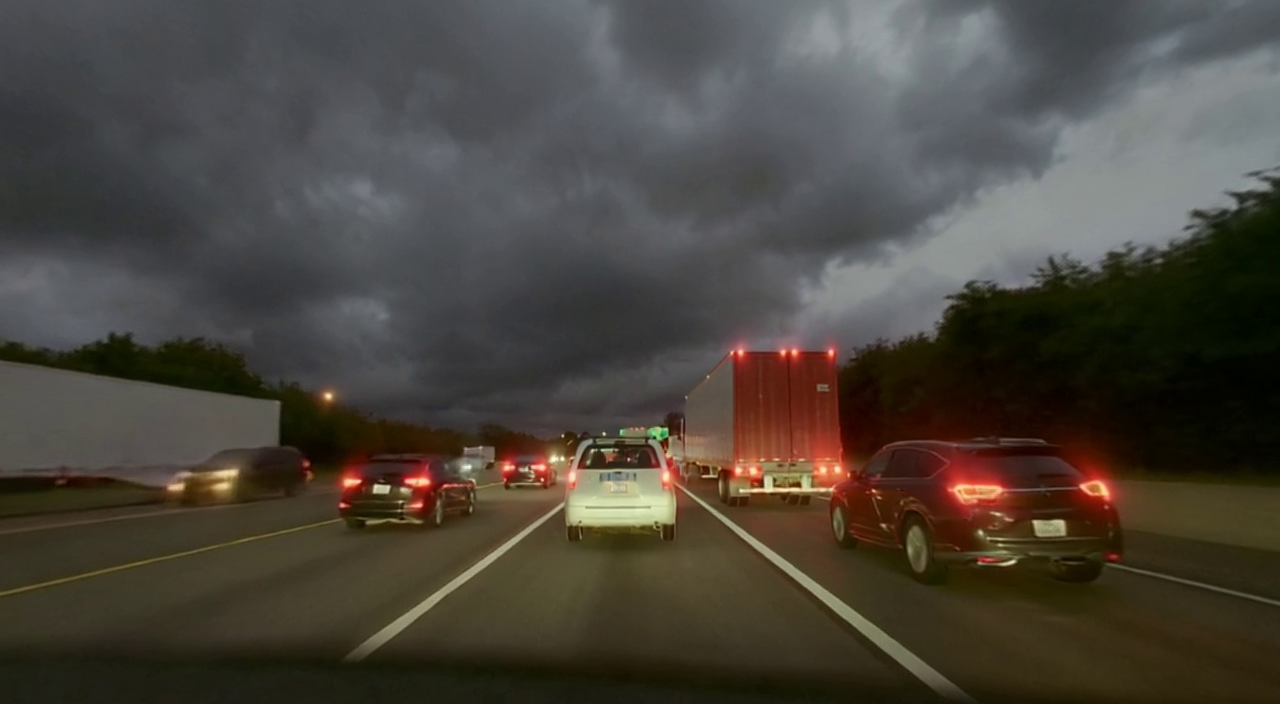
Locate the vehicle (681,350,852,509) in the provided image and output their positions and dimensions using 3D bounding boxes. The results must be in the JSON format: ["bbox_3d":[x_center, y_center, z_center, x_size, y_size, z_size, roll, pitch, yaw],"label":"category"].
[{"bbox_3d":[3.749,3.167,24.099,3.186,4.111,15.553,0,-9,-1],"label":"vehicle"}]

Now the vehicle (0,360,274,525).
[{"bbox_3d":[-16.821,2.893,19.689,2.565,3.952,13.857,0,-9,0],"label":"vehicle"}]

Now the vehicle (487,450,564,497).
[{"bbox_3d":[-3.965,4.259,22.536,1.923,1.503,4.293,0,-9,0],"label":"vehicle"}]

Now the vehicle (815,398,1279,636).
[{"bbox_3d":[3.695,1.578,7.080,2.076,1.751,4.666,0,-9,0],"label":"vehicle"}]

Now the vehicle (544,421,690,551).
[{"bbox_3d":[-0.335,2.204,10.987,2.037,1.792,4.194,0,-9,0],"label":"vehicle"}]

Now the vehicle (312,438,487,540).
[{"bbox_3d":[-4.338,2.506,12.099,1.789,1.620,3.841,0,-9,0],"label":"vehicle"}]

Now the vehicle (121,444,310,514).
[{"bbox_3d":[-12.379,3.701,18.956,2.083,1.772,5.143,0,-9,0],"label":"vehicle"}]
